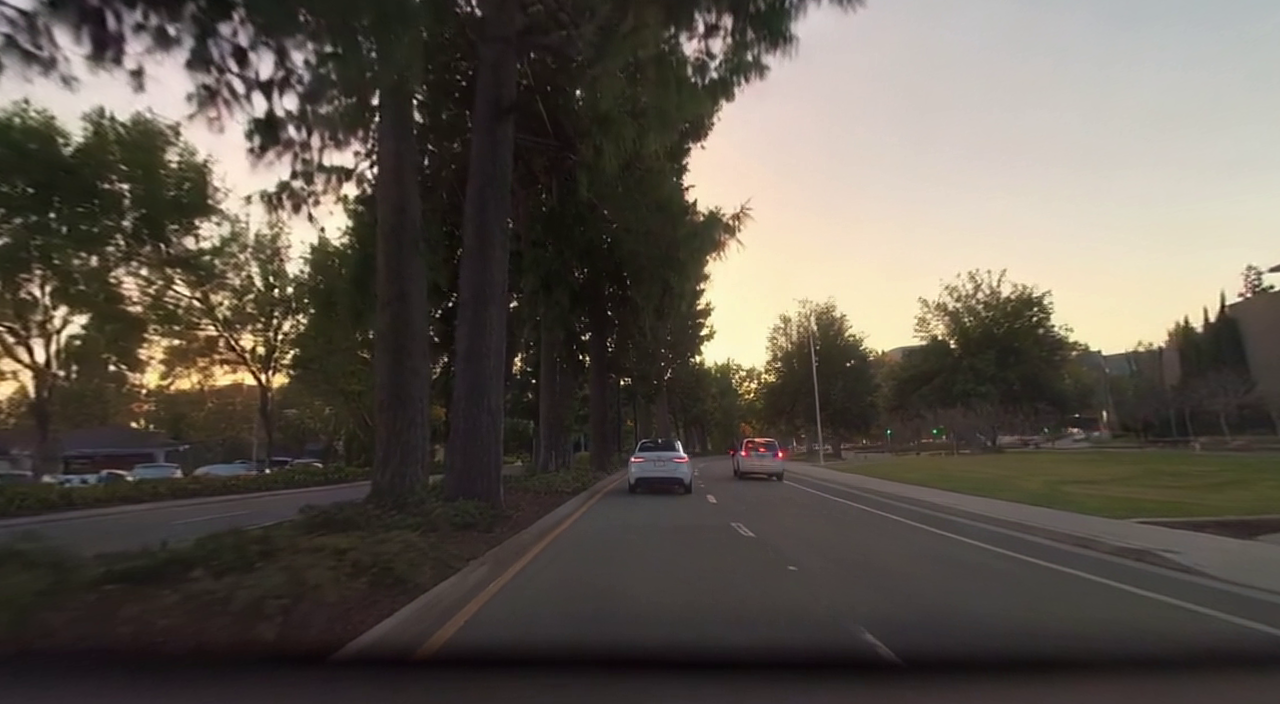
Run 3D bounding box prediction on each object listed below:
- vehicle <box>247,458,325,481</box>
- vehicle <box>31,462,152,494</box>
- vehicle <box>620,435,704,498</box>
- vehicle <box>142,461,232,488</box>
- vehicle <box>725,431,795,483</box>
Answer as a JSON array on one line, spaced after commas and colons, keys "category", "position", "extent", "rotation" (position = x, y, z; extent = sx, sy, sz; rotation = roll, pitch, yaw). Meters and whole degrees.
[{"category": "vehicle", "position": [-25.008, 8.308, 44.638], "extent": [4.374, 1.502, 1.925], "rotation": [-1, -8, 5]}, {"category": "vehicle", "position": [-27.929, 6.390, 32.195], "extent": [4.366, 1.486, 2.072], "rotation": [-1, -8, 4]}, {"category": "vehicle", "position": [0.620, 3.257, 18.331], "extent": [2.154, 1.585, 3.997], "rotation": [-1, -8, 2]}, {"category": "vehicle", "position": [-26.800, 7.242, 37.352], "extent": [4.011, 1.473, 1.913], "rotation": [-2, -8, 9]}, {"category": "vehicle", "position": [4.580, 4.080, 24.853], "extent": [1.953, 1.818, 5.299], "rotation": [-1, -8, 3]}]
